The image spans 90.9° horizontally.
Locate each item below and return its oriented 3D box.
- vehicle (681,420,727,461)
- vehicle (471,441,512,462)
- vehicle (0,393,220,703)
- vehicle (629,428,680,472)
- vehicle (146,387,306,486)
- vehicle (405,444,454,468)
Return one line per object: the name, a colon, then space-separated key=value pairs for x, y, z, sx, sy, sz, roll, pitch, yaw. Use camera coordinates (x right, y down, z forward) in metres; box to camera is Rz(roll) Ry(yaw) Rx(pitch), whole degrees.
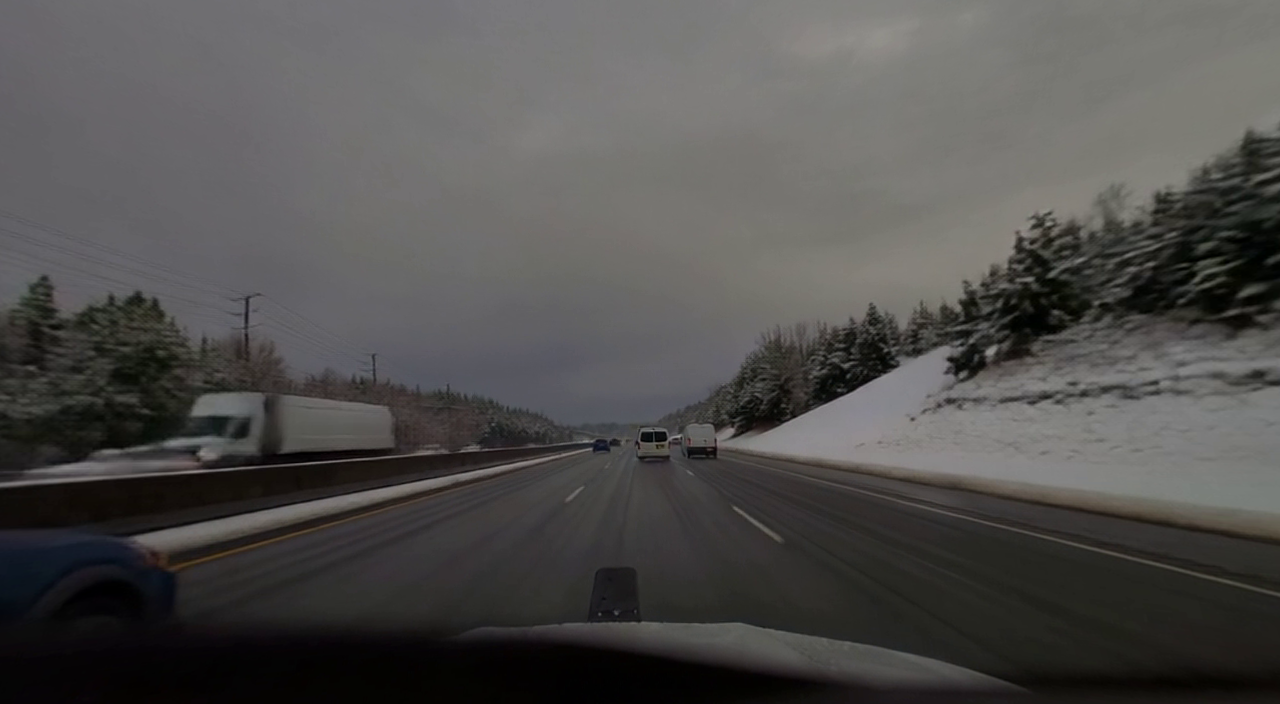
vehicle: x=3.986 y=5.634 z=40.374 sx=2.348 sy=2.429 sz=5.172 roll=0 pitch=-8 yaw=-1
vehicle: x=-11.148 y=7.471 z=47.584 sx=1.937 sy=1.505 sz=4.310 roll=0 pitch=-8 yaw=1
vehicle: x=-3.258 y=0.768 z=1.303 sx=1.890 sy=1.490 sz=4.202 roll=0 pitch=-8 yaw=0
vehicle: x=0.596 y=4.390 z=28.634 sx=2.159 sy=1.811 sz=4.238 roll=0 pitch=-8 yaw=-1
vehicle: x=-18.365 y=3.803 z=28.593 sx=2.991 sy=3.989 sz=5.970 roll=0 pitch=-8 yaw=0
vehicle: x=-14.356 y=7.084 z=43.124 sx=1.930 sy=1.450 sz=3.955 roll=0 pitch=-8 yaw=1
